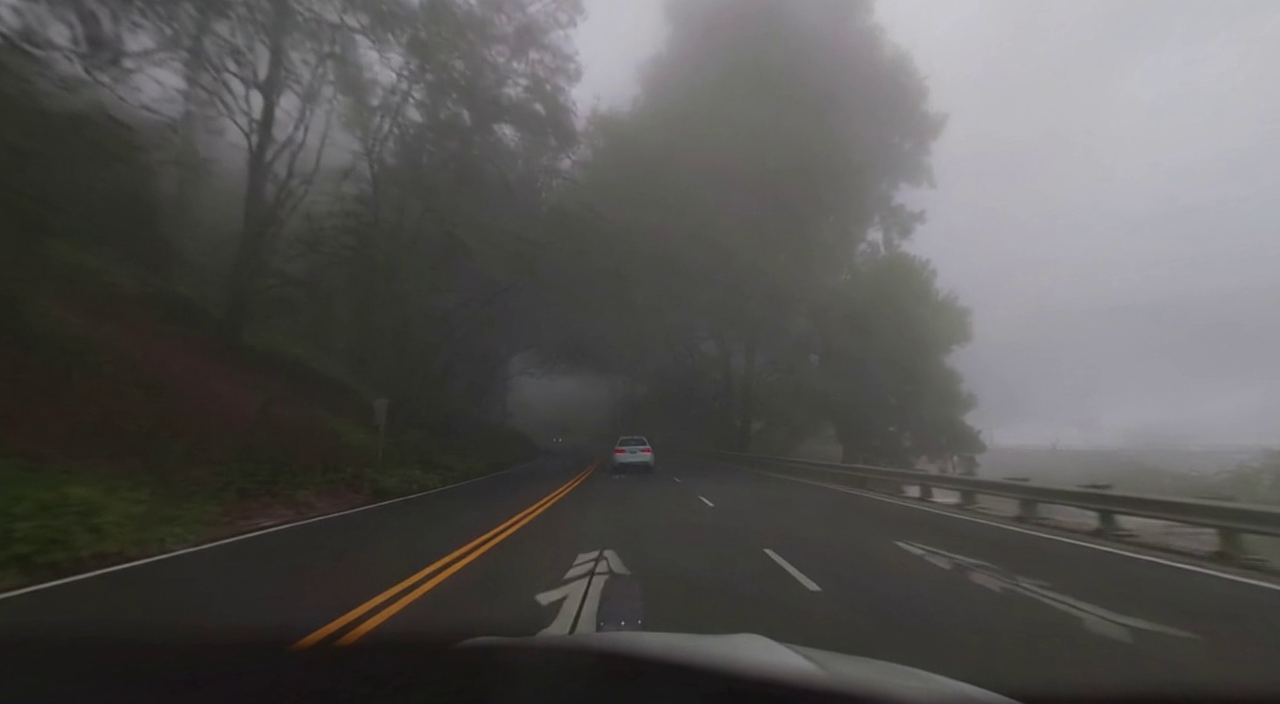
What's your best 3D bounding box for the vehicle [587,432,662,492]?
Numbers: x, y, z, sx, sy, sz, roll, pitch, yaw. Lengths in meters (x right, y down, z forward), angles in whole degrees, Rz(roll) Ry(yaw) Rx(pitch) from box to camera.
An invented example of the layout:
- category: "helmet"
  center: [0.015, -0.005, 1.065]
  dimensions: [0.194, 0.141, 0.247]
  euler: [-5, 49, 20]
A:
- category: "vehicle"
  center: [-0.453, 3.251, 18.886]
  dimensions: [2.037, 1.601, 3.643]
  euler: [0, -9, -1]
